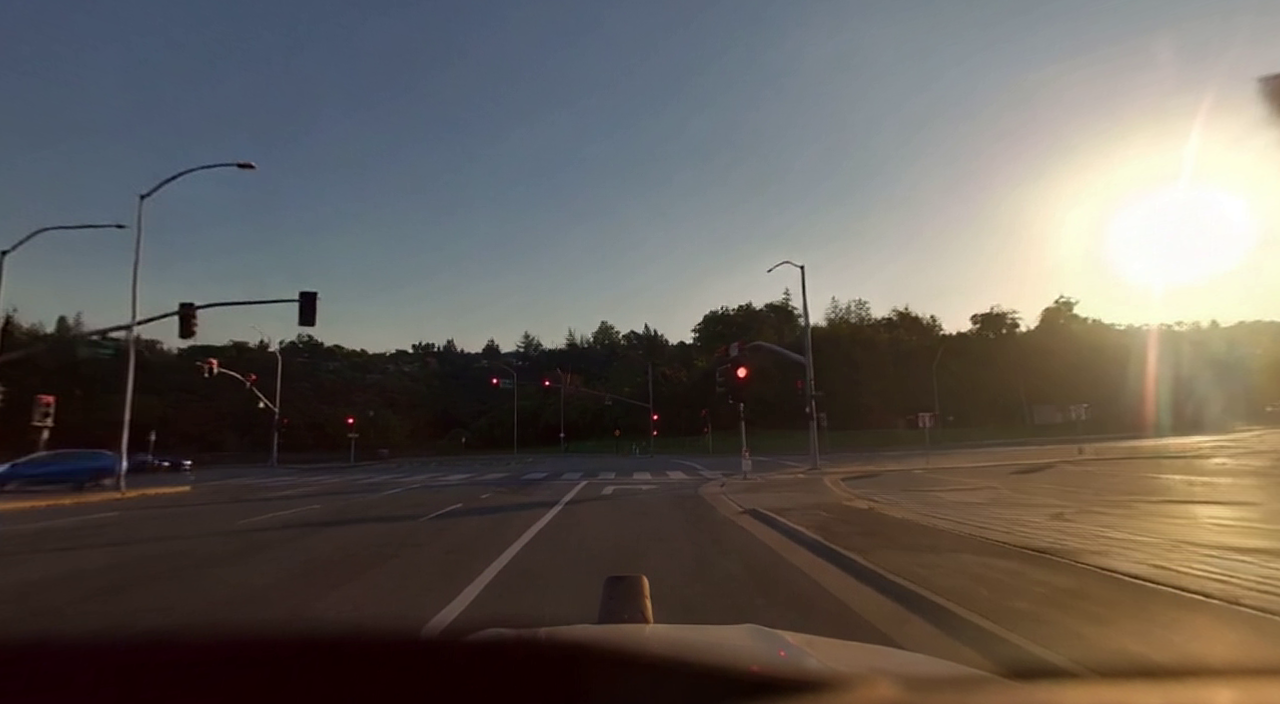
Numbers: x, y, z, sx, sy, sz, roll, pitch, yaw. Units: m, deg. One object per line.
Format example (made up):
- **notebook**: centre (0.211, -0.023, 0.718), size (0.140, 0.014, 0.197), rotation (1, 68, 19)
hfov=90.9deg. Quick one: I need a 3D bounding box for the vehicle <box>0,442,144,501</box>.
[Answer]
- **vehicle**: centre (-17.438, 3.434, 18.562), size (1.837, 1.530, 4.570), rotation (-1, -8, 2)
